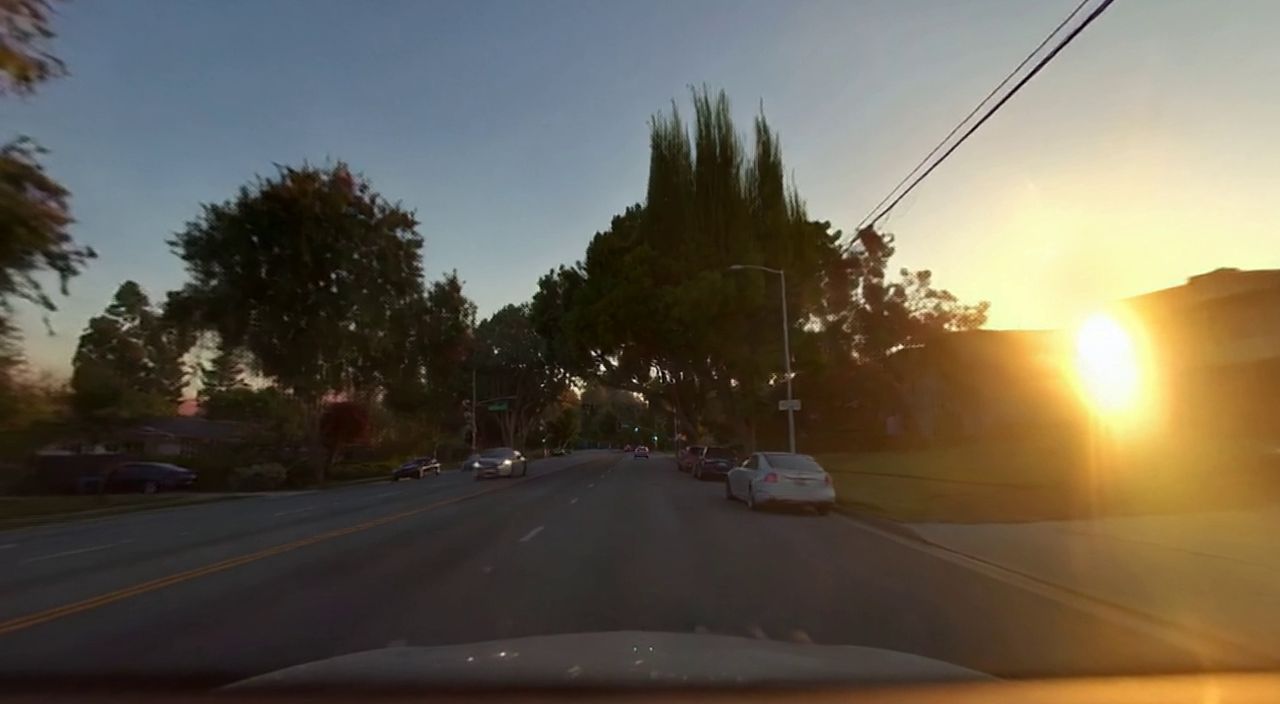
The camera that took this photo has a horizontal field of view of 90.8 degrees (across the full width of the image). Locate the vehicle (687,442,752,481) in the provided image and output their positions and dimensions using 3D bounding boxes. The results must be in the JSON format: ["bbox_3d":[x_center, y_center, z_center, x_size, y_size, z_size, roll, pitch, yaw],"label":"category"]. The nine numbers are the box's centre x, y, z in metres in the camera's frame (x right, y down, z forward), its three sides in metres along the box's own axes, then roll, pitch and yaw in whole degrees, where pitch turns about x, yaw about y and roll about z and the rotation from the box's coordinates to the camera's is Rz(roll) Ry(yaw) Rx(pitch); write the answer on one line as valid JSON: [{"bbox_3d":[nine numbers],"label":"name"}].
[{"bbox_3d":[3.414,4.830,28.215,2.034,1.551,5.272,0,-9,-2],"label":"vehicle"}]

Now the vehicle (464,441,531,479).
[{"bbox_3d":[-7.183,5.497,32.430,2.120,1.726,5.445,0,-9,0],"label":"vehicle"}]

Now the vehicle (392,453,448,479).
[{"bbox_3d":[-13.977,7.258,40.454,2.021,1.513,4.568,0,-9,-1],"label":"vehicle"}]

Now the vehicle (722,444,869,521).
[{"bbox_3d":[3.373,2.951,14.946,2.158,1.477,5.135,0,-9,0],"label":"vehicle"}]

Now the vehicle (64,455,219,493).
[{"bbox_3d":[-21.219,5.187,27.054,4.870,1.529,2.004,0,-9,0],"label":"vehicle"}]
